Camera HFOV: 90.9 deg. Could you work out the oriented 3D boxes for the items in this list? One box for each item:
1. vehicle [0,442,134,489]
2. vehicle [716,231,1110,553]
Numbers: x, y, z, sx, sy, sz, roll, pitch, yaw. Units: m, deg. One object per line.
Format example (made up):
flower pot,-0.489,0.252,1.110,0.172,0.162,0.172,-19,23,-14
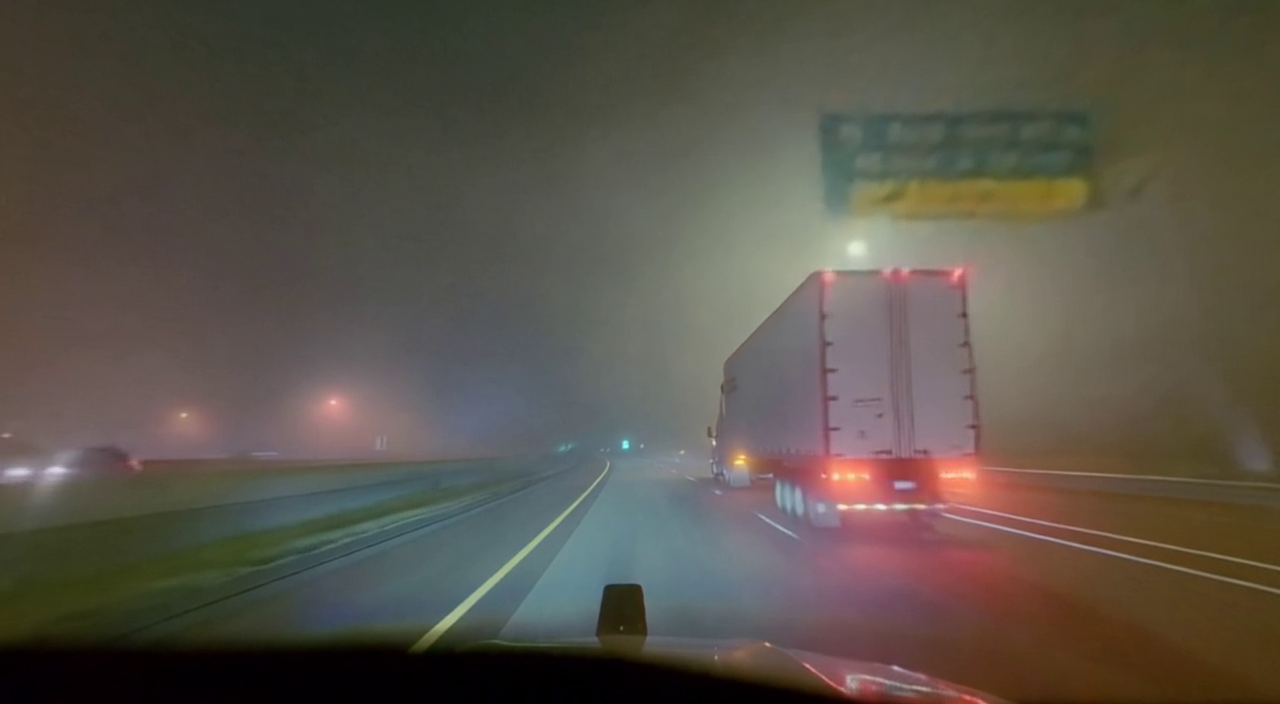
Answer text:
vehicle,-27.549,5.270,29.787,2.366,1.965,6.088,0,-8,-2
vehicle,4.565,1.756,17.276,2.932,4.205,18.253,0,-8,1
